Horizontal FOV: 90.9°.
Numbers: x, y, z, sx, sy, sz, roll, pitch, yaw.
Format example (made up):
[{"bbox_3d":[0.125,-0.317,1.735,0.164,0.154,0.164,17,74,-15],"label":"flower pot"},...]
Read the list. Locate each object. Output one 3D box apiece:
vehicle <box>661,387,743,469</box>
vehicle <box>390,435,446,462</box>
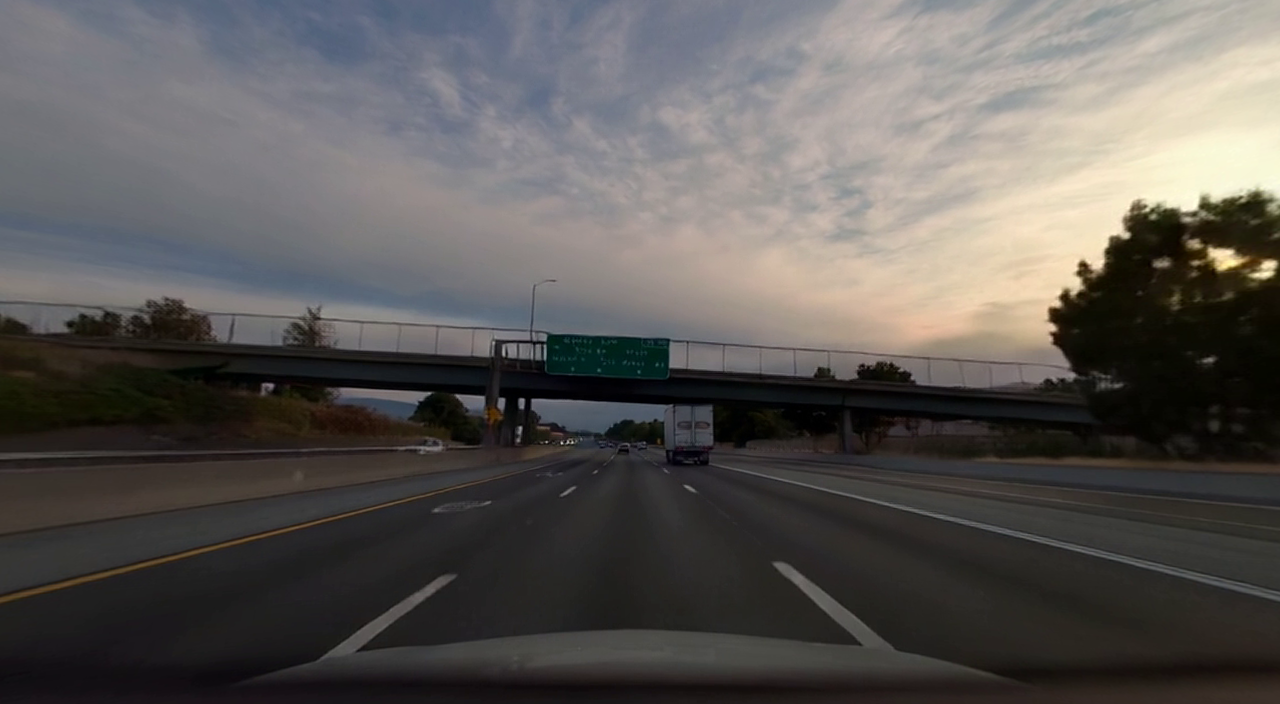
[{"bbox_3d":[3.510,5.048,40.253,3.323,4.262,14.056,0,-9,-2],"label":"vehicle"},{"bbox_3d":[-12.352,5.394,35.308,1.788,1.438,3.945,0,-9,-1],"label":"vehicle"}]
